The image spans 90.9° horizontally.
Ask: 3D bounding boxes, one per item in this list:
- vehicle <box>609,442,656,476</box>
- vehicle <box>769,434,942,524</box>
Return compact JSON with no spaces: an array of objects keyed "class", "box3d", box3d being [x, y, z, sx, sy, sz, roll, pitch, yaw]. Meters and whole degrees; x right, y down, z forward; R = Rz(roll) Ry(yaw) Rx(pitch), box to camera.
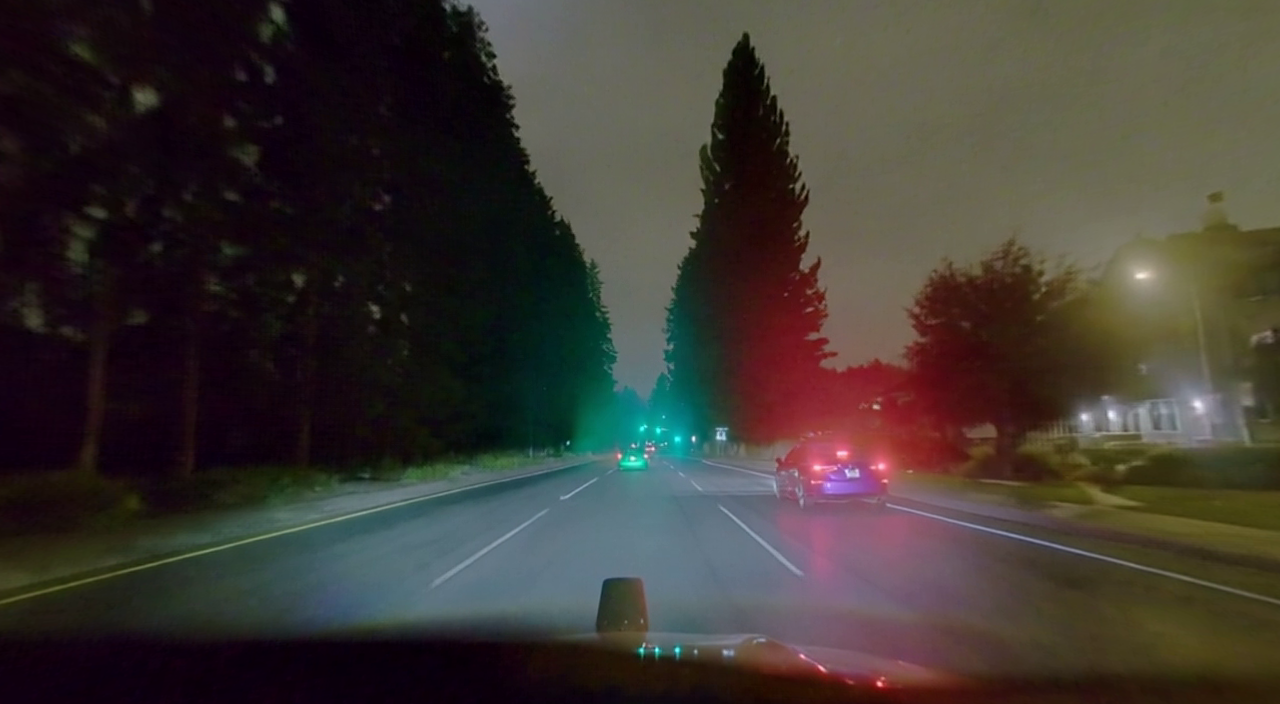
[{"class":"vehicle","box3d":[-0.337,5.378,32.126,2.206,1.525,4.695,-1,-8,1]},{"class":"vehicle","box3d":[4.113,2.463,12.956,1.943,1.471,4.515,-1,-8,0]}]
